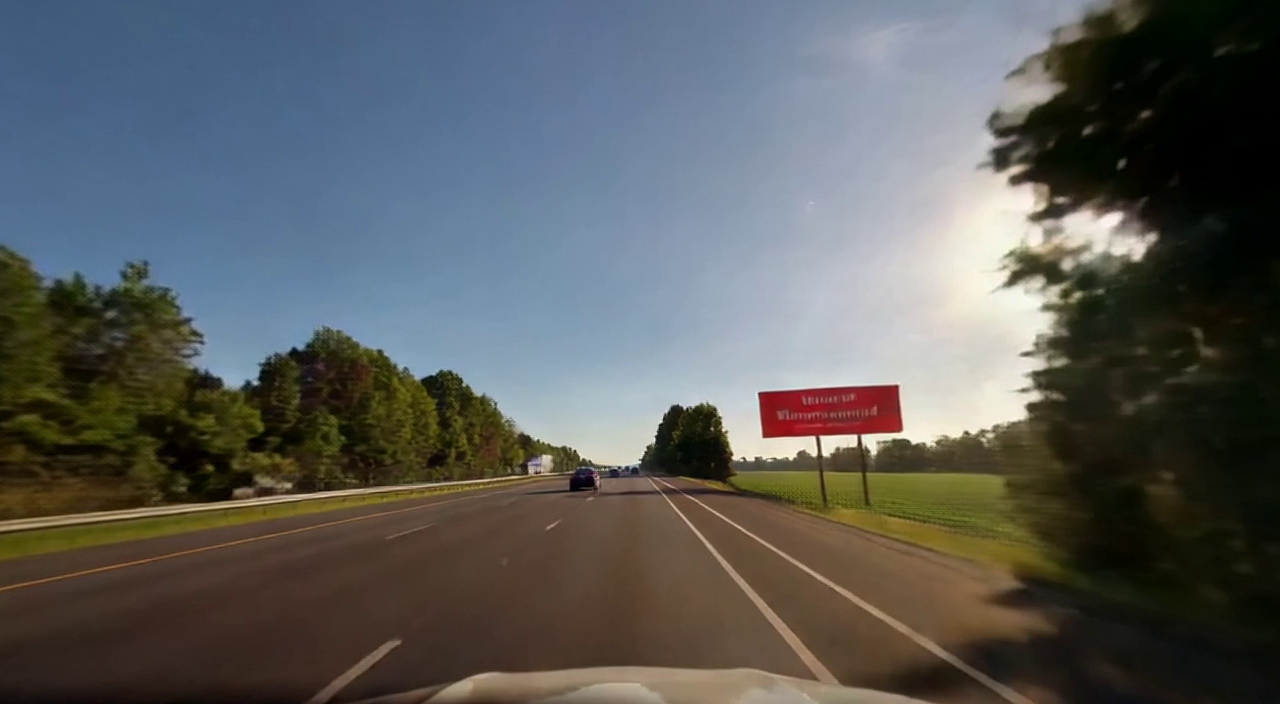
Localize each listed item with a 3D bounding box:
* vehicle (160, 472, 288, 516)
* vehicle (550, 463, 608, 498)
[{"bbox_3d":[-16.440,5.625,25.251,1.887,1.517,4.752,1,-10,-1],"label":"vehicle"},{"bbox_3d":[-2.707,5.889,29.120,2.183,1.435,4.653,0,-10,1],"label":"vehicle"}]
